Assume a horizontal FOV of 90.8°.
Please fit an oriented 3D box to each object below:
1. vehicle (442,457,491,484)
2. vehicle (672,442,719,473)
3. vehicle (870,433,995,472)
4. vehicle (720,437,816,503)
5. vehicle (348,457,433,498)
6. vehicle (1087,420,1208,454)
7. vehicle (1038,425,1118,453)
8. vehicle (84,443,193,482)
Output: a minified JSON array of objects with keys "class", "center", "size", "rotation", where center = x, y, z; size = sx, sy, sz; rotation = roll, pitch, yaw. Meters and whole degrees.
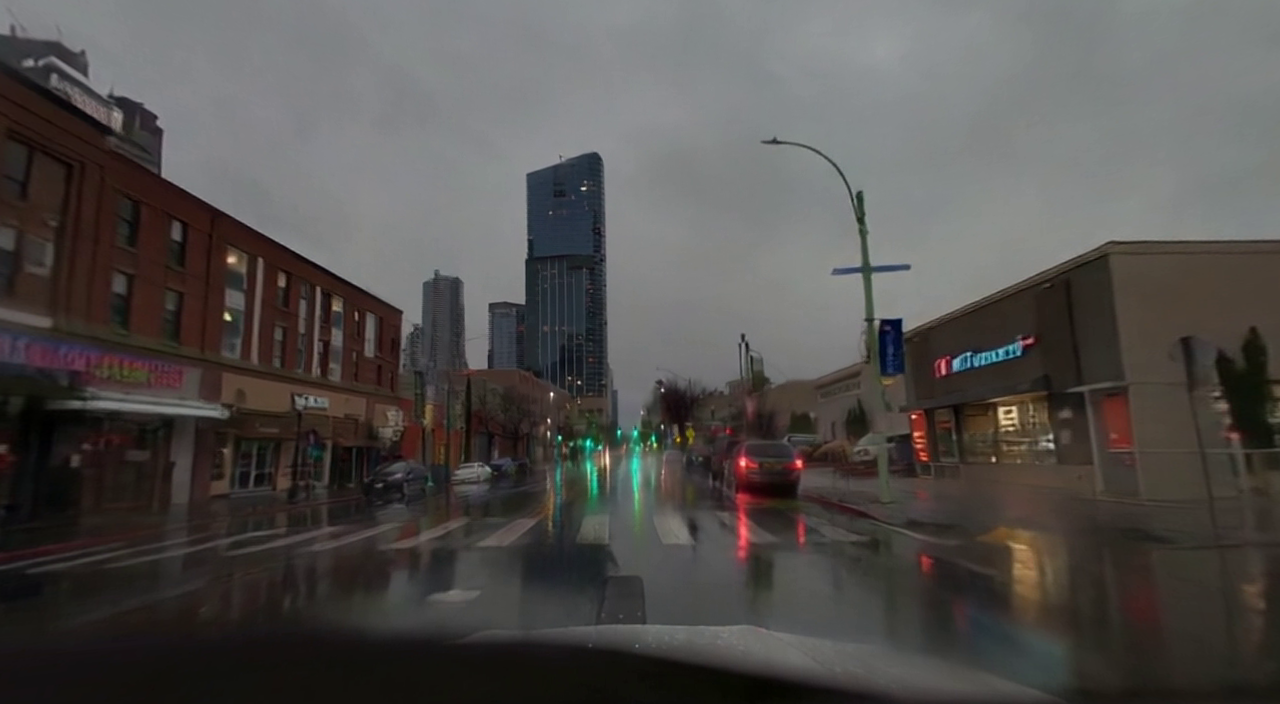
[{"class":"vehicle","center":[-10.888,7.458,40.039],"size":[1.861,1.473,4.633],"rotation":[0,-8,-1]},{"class":"vehicle","center":[3.597,6.974,42.119],"size":[2.492,1.909,5.830],"rotation":[0,-8,-1]},{"class":"vehicle","center":[13.525,4.679,29.512],"size":[4.732,1.746,2.141],"rotation":[-1,-8,3]},{"class":"vehicle","center":[3.829,3.615,19.918],"size":[2.118,1.779,5.121],"rotation":[0,-8,2]},{"class":"vehicle","center":[-10.943,5.514,28.099],"size":[2.018,1.553,4.407],"rotation":[0,-8,-1]},{"class":"vehicle","center":[27.190,4.614,33.963],"size":[4.579,1.735,2.092],"rotation":[0,-9,0]},{"class":"vehicle","center":[27.022,5.363,39.052],"size":[3.666,1.448,1.639],"rotation":[-3,-6,1]},{"class":"vehicle","center":[-22.474,4.937,28.536],"size":[1.778,1.639,4.019],"rotation":[0,-8,-3]}]
